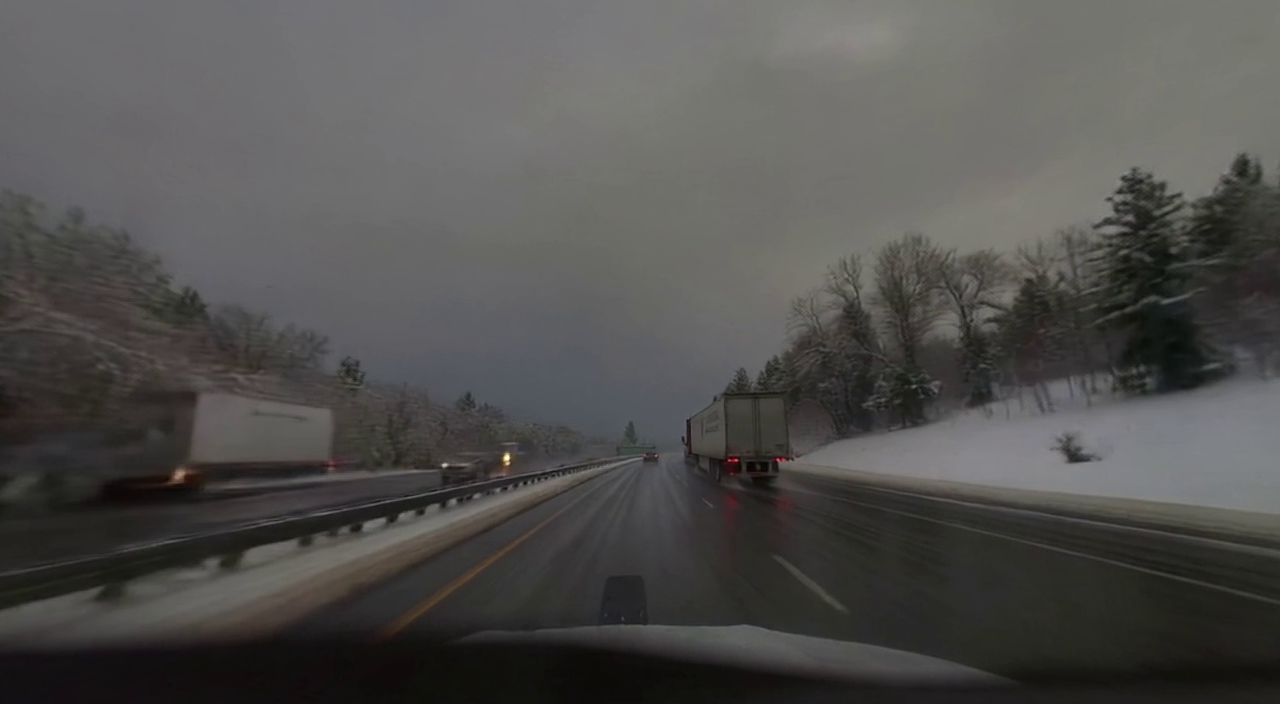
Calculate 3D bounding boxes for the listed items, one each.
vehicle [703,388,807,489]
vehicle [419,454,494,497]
[{"bbox_3d":[4.640,3.956,28.171,2.866,3.558,11.674,0,-9,2],"label":"vehicle"},{"bbox_3d":[-8.456,5.719,29.528,2.058,1.818,4.536,0,-9,1],"label":"vehicle"}]
